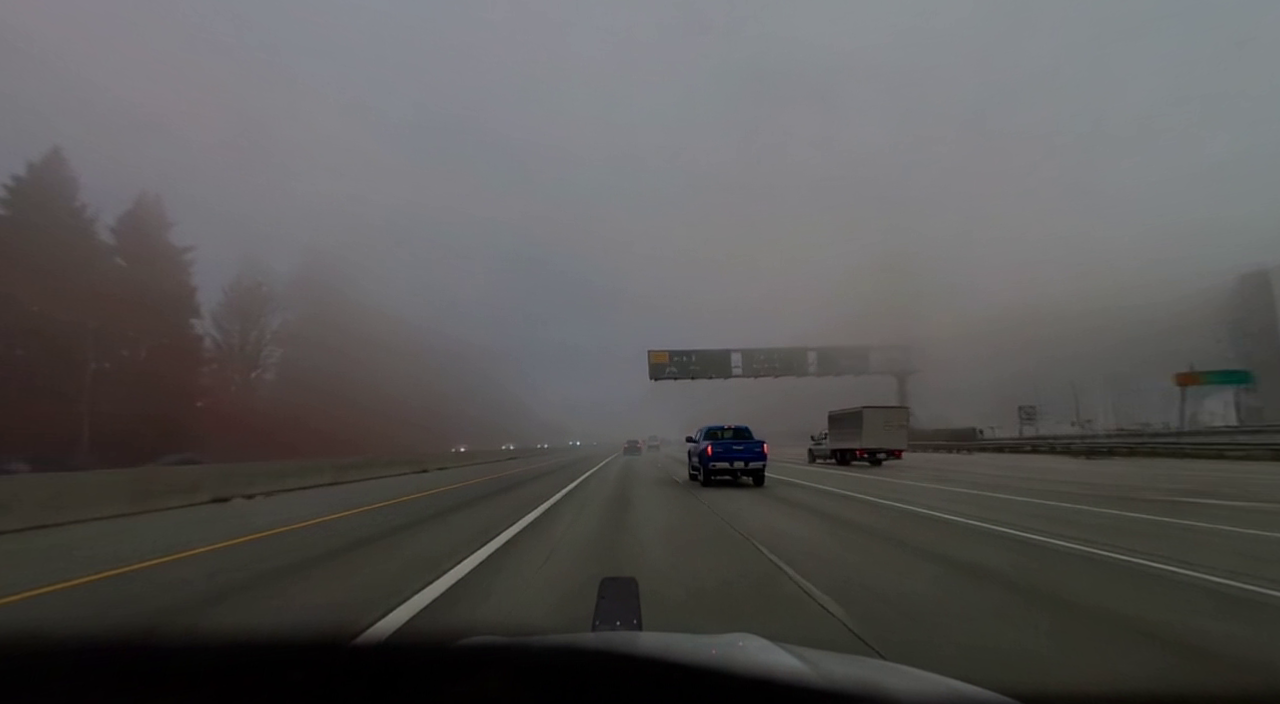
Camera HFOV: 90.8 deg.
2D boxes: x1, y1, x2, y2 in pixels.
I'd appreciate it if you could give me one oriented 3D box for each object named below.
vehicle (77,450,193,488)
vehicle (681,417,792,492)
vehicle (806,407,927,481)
[{"bbox_3d":[-23.270,5.393,29.357,1.882,1.579,4.247,0,-8,-1],"label":"vehicle"},{"bbox_3d":[2.761,3.106,19.437,2.462,1.984,4.718,0,-9,-2],"label":"vehicle"},{"bbox_3d":[7.760,3.266,22.380,2.158,2.268,5.396,0,-9,-1],"label":"vehicle"}]
